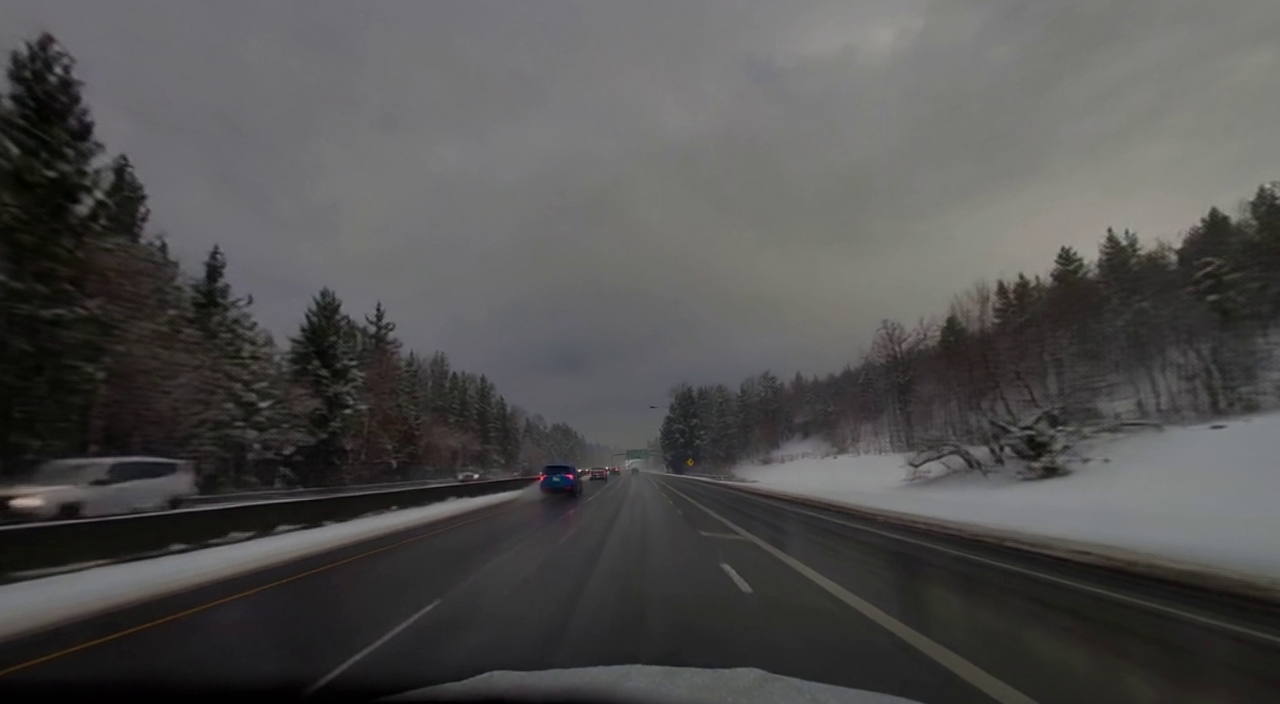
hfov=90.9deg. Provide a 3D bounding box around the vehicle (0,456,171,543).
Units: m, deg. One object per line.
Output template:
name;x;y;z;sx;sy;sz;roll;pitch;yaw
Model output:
vehicle;-12.434;2.959;13.033;2.012;1.522;4.405;1;-10;0

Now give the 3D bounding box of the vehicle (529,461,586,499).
vehicle;-3.768;5.965;29.653;2.068;1.592;4.479;1;-10;0
